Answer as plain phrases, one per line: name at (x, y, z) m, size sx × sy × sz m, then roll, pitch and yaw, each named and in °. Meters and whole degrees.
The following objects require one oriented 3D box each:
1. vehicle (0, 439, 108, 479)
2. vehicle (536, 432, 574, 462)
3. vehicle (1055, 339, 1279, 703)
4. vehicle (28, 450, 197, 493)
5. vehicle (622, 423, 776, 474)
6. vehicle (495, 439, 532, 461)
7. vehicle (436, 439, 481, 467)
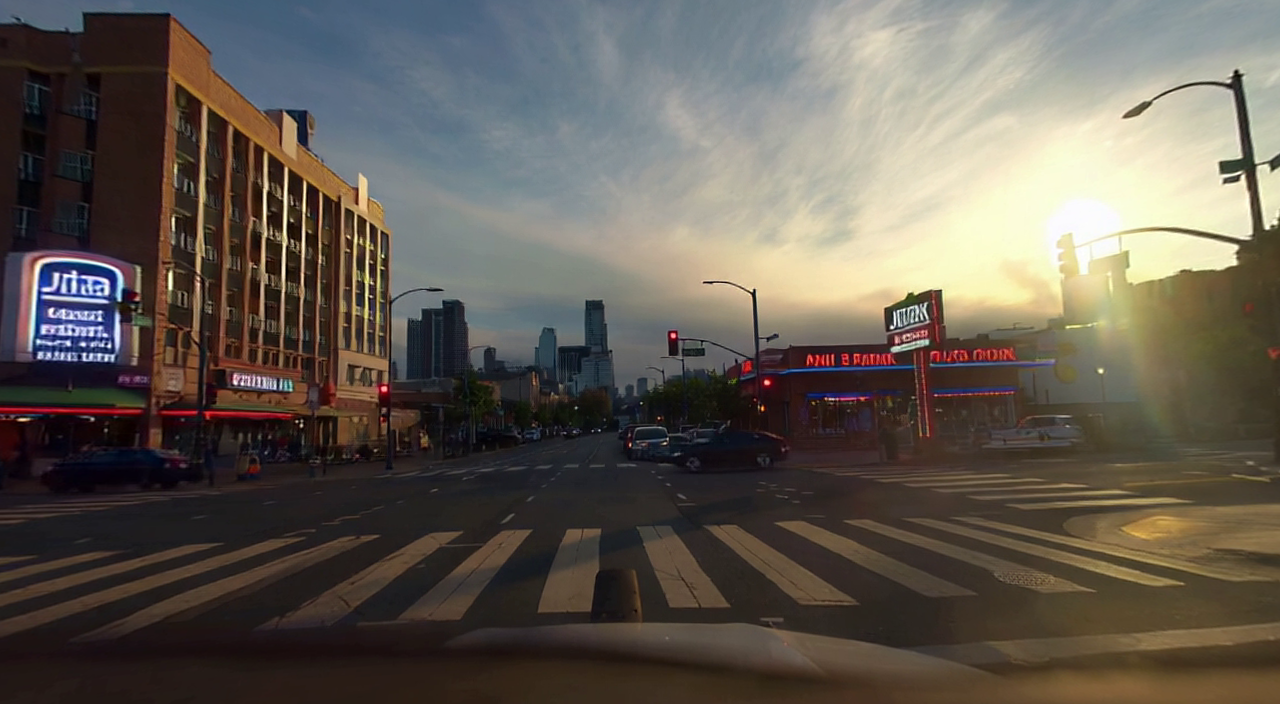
vehicle at (-31.535, 5.619, 33.551) m, size 2.205 × 1.903 × 5.877 m, roll 1°, pitch -9°, yaw -10°
vehicle at (-5.137, 5.805, 38.651) m, size 1.976 × 1.683 × 4.117 m, roll 0°, pitch -8°, yaw -4°
vehicle at (3.016, 0.615, 0.875) m, size 1.866 × 1.654 × 4.354 m, roll 0°, pitch -8°, yaw 0°
vehicle at (-19.473, 4.400, 23.509) m, size 4.475 × 1.458 × 1.681 m, roll 1°, pitch -9°, yaw -8°
vehicle at (1.842, 3.107, 20.406) m, size 4.612 × 1.521 × 1.811 m, roll 1°, pitch -9°, yaw -10°
vehicle at (-8.636, 6.726, 43.486) m, size 1.906 × 1.402 × 4.904 m, roll 0°, pitch -8°, yaw -5°
vehicle at (-10.890, 6.098, 38.212) m, size 1.885 × 1.545 × 4.124 m, roll 1°, pitch -8°, yaw -6°
